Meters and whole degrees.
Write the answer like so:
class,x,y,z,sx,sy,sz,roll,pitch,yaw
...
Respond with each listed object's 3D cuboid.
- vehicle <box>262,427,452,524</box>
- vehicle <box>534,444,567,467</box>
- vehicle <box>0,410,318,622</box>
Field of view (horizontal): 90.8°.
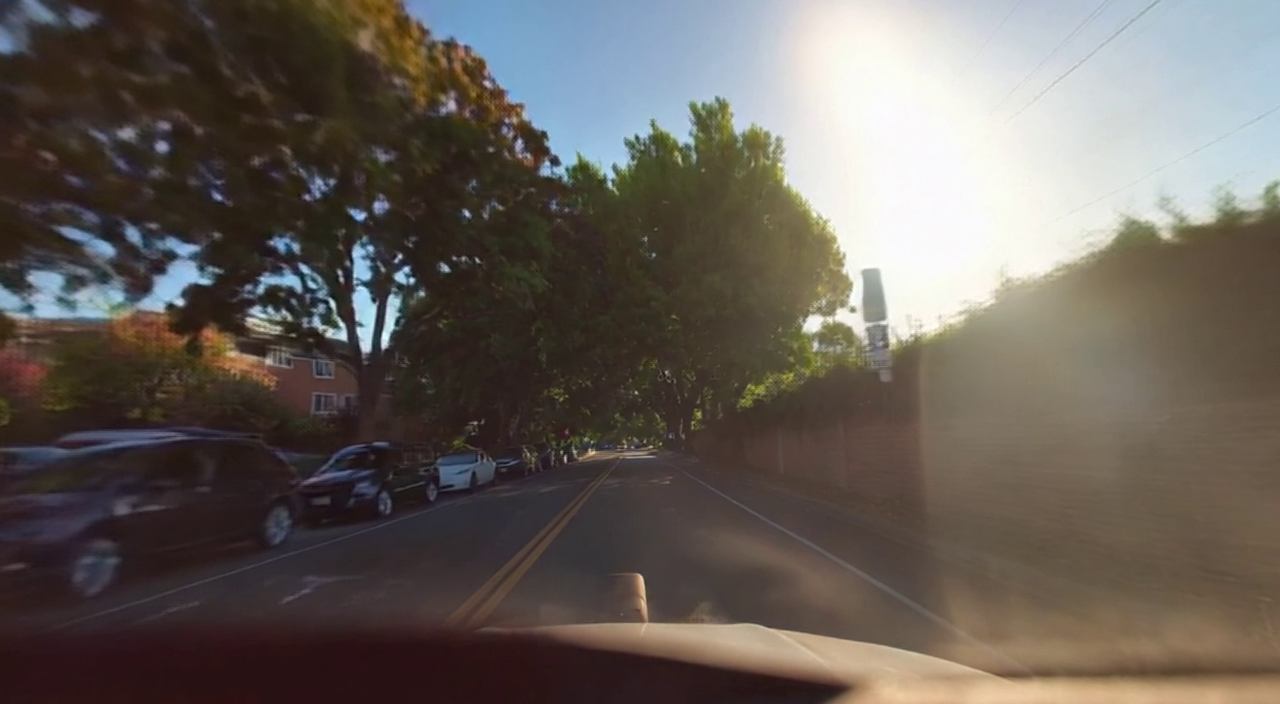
class,x,y,z,sx,sy,sz,roll,pitch,yaw
vehicle,-6.256,2.741,14.844,1.976,1.805,5.123,1,-8,1
vehicle,-6.644,7.708,47.425,1.952,1.514,4.630,1,-8,-2
vehicle,-6.357,1.748,7.985,2.009,1.820,4.821,1,-8,0
